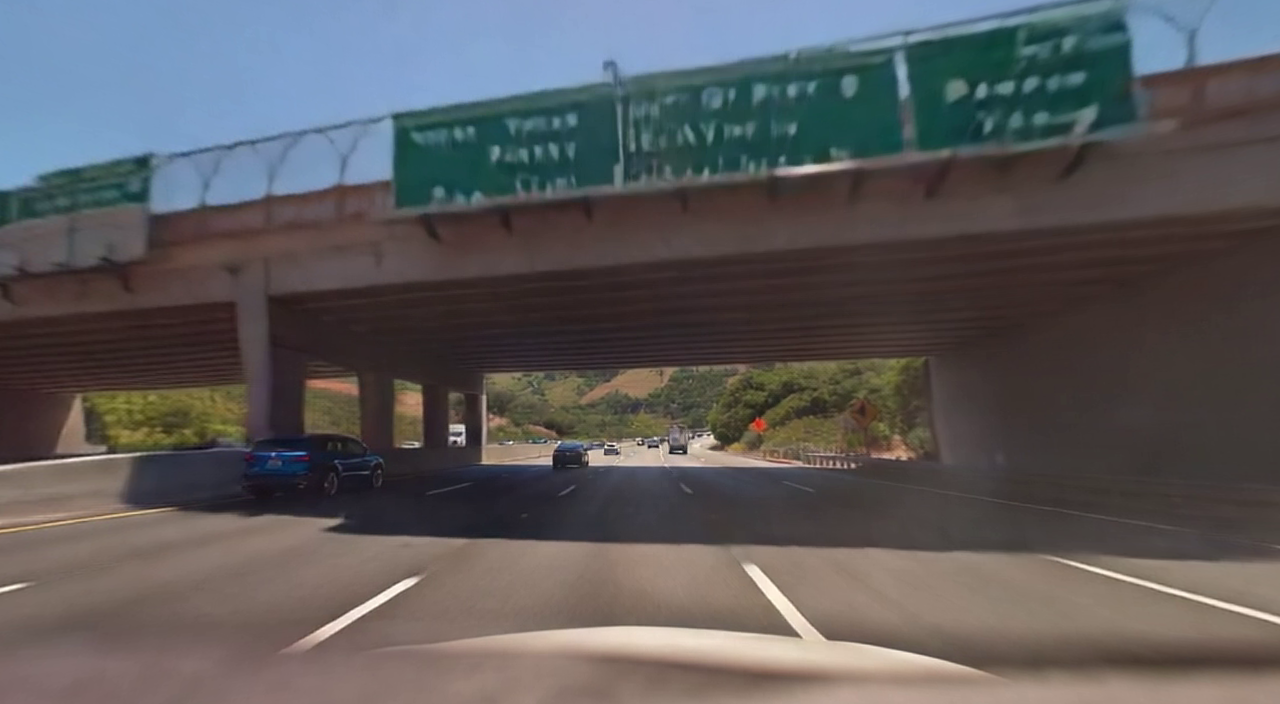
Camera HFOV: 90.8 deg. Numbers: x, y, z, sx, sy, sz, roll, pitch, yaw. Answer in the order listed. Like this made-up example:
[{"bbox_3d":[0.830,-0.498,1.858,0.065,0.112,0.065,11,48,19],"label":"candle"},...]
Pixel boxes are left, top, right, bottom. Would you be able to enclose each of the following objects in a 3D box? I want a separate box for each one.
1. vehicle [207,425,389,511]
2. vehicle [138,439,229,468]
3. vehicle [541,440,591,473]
[{"bbox_3d":[-7.619,2.619,14.653,1.860,1.694,4.173,0,-9,0],"label":"vehicle"},{"bbox_3d":[-26.374,5.884,36.720,1.908,1.558,4.462,0,-9,1],"label":"vehicle"},{"bbox_3d":[-3.606,5.184,31.519,1.925,1.509,4.363,0,-9,1],"label":"vehicle"}]
